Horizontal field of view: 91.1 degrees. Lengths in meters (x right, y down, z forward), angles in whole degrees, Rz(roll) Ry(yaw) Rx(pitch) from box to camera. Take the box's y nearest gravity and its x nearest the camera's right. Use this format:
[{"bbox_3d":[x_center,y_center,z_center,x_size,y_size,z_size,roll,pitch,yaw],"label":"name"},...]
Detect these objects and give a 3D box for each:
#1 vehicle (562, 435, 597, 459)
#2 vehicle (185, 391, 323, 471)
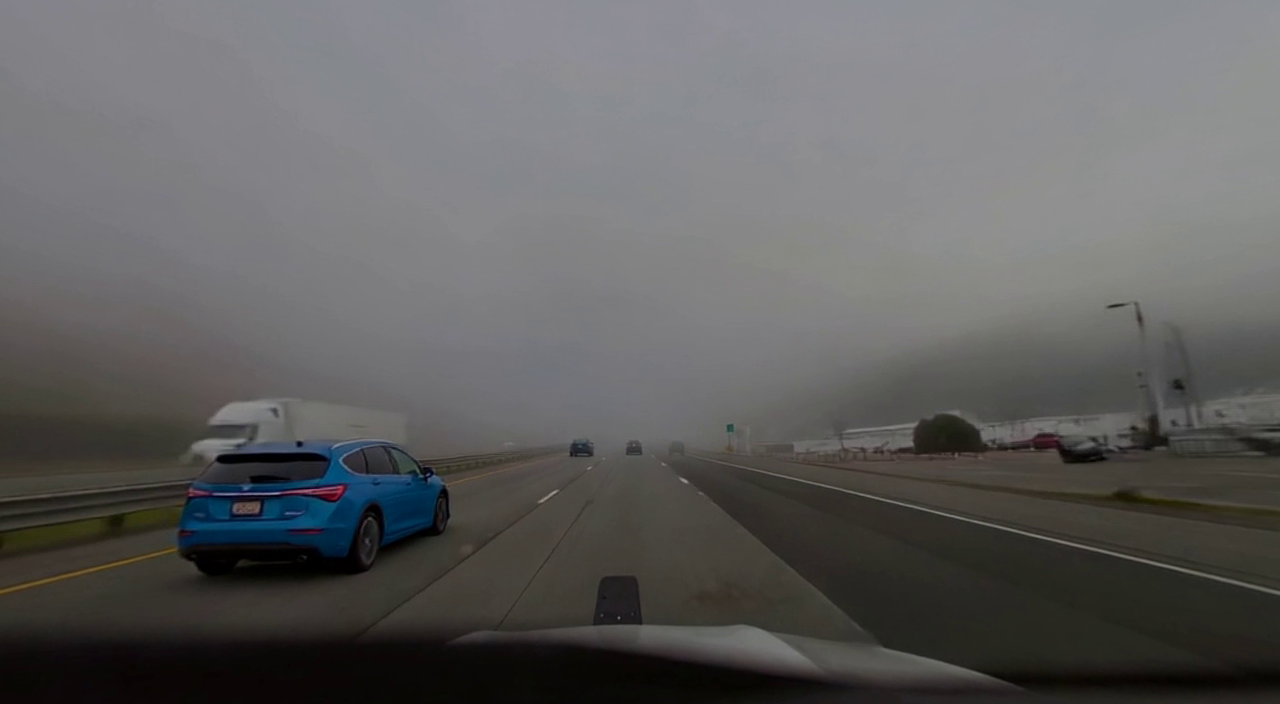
[{"bbox_3d":[-4.415,7.042,46.715,2.271,1.626,4.463,0,-8,-1],"label":"vehicle"},{"bbox_3d":[-20.999,4.381,34.716,3.613,3.912,6.088,-1,-8,0],"label":"vehicle"}]
